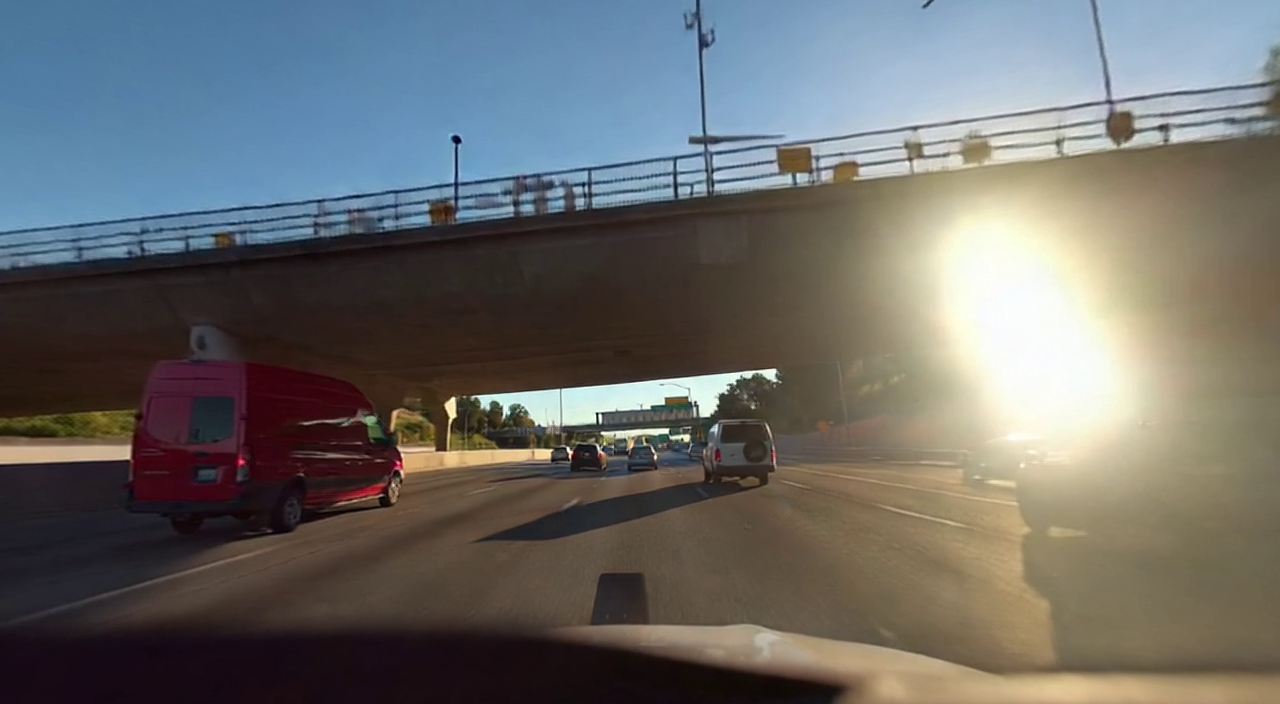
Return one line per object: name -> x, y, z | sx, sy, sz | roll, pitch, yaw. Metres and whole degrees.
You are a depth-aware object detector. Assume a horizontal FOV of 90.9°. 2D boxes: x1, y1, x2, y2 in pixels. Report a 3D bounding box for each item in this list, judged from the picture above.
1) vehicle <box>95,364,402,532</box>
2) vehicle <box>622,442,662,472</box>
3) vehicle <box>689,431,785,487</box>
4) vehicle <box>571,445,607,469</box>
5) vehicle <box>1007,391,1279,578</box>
vehicle -> -7.589, 2.029, 13.534 | 2.336, 2.708, 6.421 | 0, -9, 1
vehicle -> 0.107, 5.965, 36.072 | 2.115, 1.617, 4.102 | 0, -9, 0
vehicle -> 3.571, 4.127, 24.643 | 2.777, 1.895, 5.710 | 0, -9, -1
vehicle -> -3.352, 6.989, 42.203 | 1.970, 1.483, 4.071 | 0, -9, 1
vehicle -> 7.509, 1.571, 7.958 | 2.304, 1.840, 5.706 | 0, -9, 0
